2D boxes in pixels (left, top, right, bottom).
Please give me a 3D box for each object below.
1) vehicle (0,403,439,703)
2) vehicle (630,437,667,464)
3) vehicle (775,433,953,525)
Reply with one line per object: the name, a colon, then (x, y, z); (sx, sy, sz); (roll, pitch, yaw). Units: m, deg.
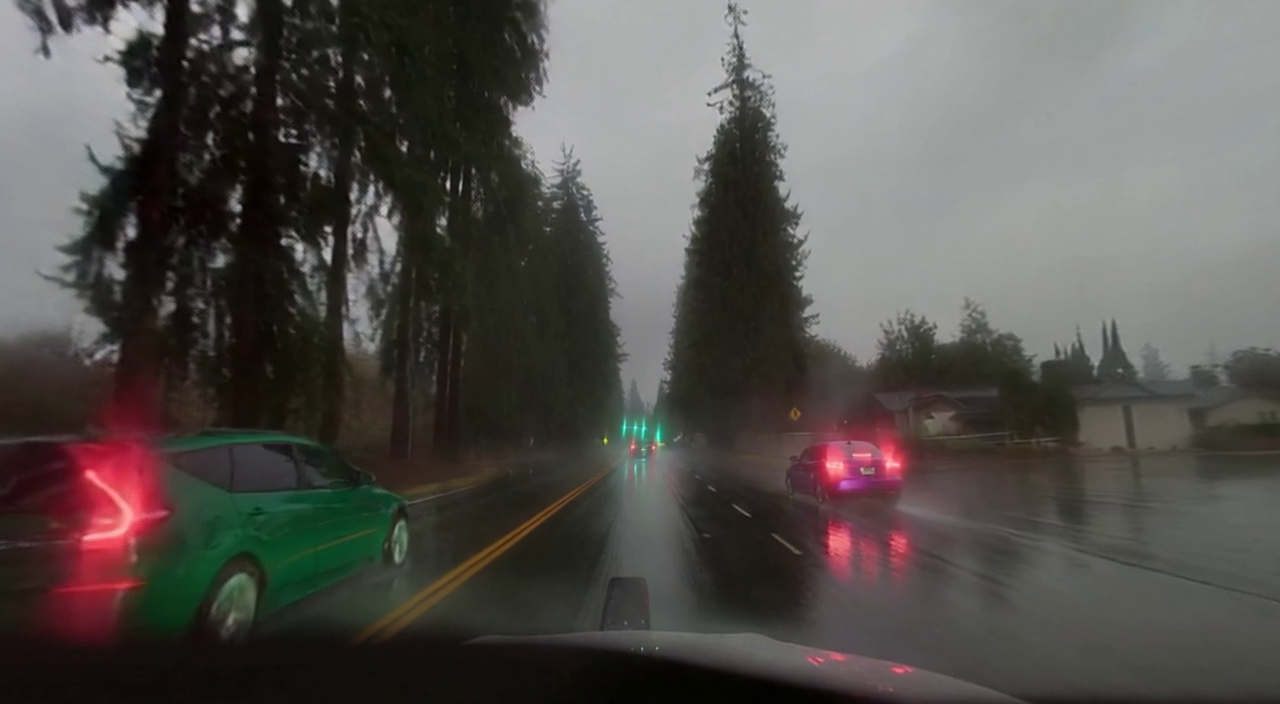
vehicle: (-3.666, 1.350, 5.563); (2.162, 1.546, 4.889); (-1, -7, 0)
vehicle: (0.567, 6.154, 39.621); (2.206, 1.525, 4.695); (-1, -7, 1)
vehicle: (4.193, 2.394, 12.699); (1.943, 1.471, 4.515); (-1, -7, 0)
